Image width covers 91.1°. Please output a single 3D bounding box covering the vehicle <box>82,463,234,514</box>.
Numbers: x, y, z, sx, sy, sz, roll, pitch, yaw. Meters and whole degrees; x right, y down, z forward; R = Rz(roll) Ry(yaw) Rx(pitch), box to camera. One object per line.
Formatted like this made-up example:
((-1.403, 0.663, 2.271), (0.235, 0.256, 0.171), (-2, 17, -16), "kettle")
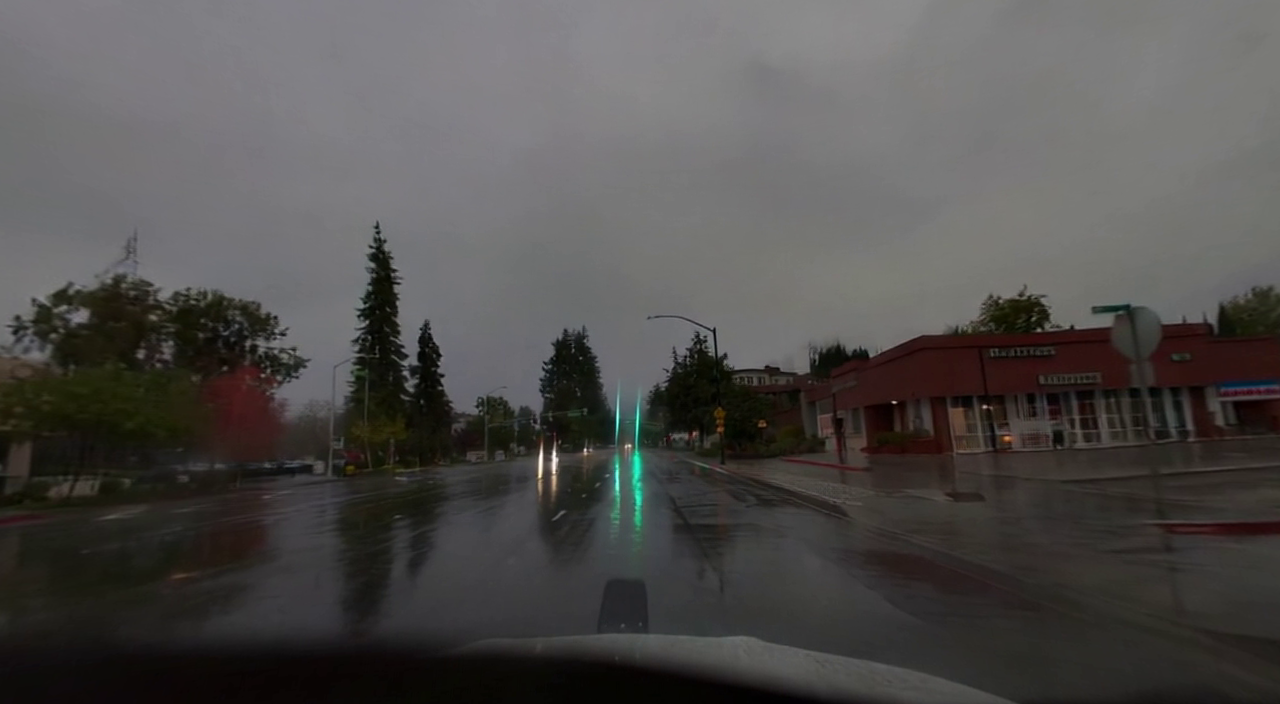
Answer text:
((-17.412, 4.900, 23.040), (1.861, 1.541, 4.530), (0, -9, 2), "vehicle")
